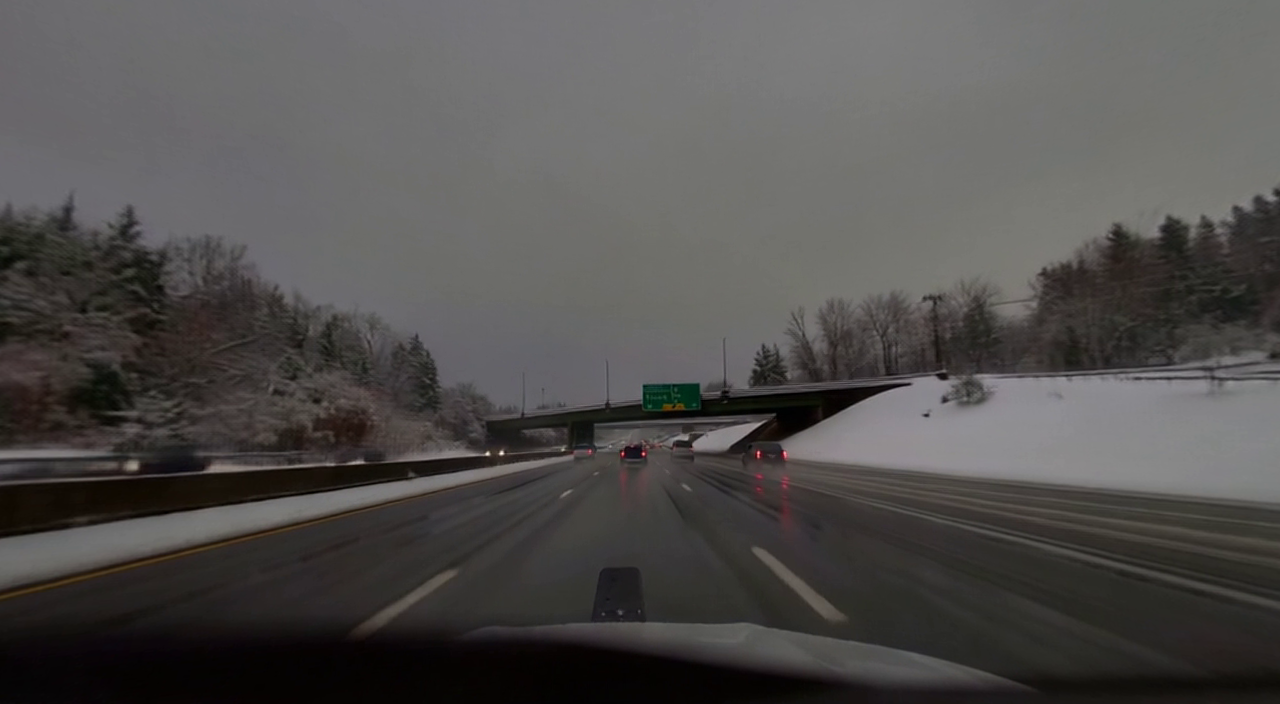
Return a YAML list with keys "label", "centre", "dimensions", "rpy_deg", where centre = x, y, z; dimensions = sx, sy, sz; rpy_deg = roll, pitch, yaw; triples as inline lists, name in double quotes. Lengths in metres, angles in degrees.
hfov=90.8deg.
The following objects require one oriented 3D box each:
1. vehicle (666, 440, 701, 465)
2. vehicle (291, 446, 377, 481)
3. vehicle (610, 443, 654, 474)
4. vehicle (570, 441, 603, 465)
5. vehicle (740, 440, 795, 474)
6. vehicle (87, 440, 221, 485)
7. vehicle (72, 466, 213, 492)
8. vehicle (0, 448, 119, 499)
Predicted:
- label: "vehicle"
  centre: [3.274, 7.759, 48.769]
  dimensions: [2.177, 1.831, 4.766]
  rpy_deg: [0, -9, -2]
- label: "vehicle"
  centre: [-14.418, 5.237, 30.071]
  dimensions: [1.860, 1.515, 4.407]
  rpy_deg: [0, -9, 0]
- label: "vehicle"
  centre: [-0.389, 5.457, 32.528]
  dimensions: [2.075, 1.486, 4.007]
  rpy_deg: [0, -9, 0]
- label: "vehicle"
  centre: [-4.116, 7.848, 49.025]
  dimensions: [2.113, 1.756, 4.471]
  rpy_deg: [0, -9, 0]
- label: "vehicle"
  centre: [6.534, 5.426, 32.739]
  dimensions: [1.936, 1.625, 3.991]
  rpy_deg: [0, -9, -1]
- label: "vehicle"
  centre: [-24.936, 5.660, 32.814]
  dimensions: [2.315, 2.102, 5.833]
  rpy_deg: [0, -9, 0]
- label: "vehicle"
  centre: [-24.962, 6.397, 32.066]
  dimensions: [2.739, 0.977, 5.545]
  rpy_deg: [0, -9, 0]
- label: "vehicle"
  centre: [-24.856, 4.858, 25.706]
  dimensions: [2.169, 1.903, 5.953]
  rpy_deg: [0, -9, 0]
